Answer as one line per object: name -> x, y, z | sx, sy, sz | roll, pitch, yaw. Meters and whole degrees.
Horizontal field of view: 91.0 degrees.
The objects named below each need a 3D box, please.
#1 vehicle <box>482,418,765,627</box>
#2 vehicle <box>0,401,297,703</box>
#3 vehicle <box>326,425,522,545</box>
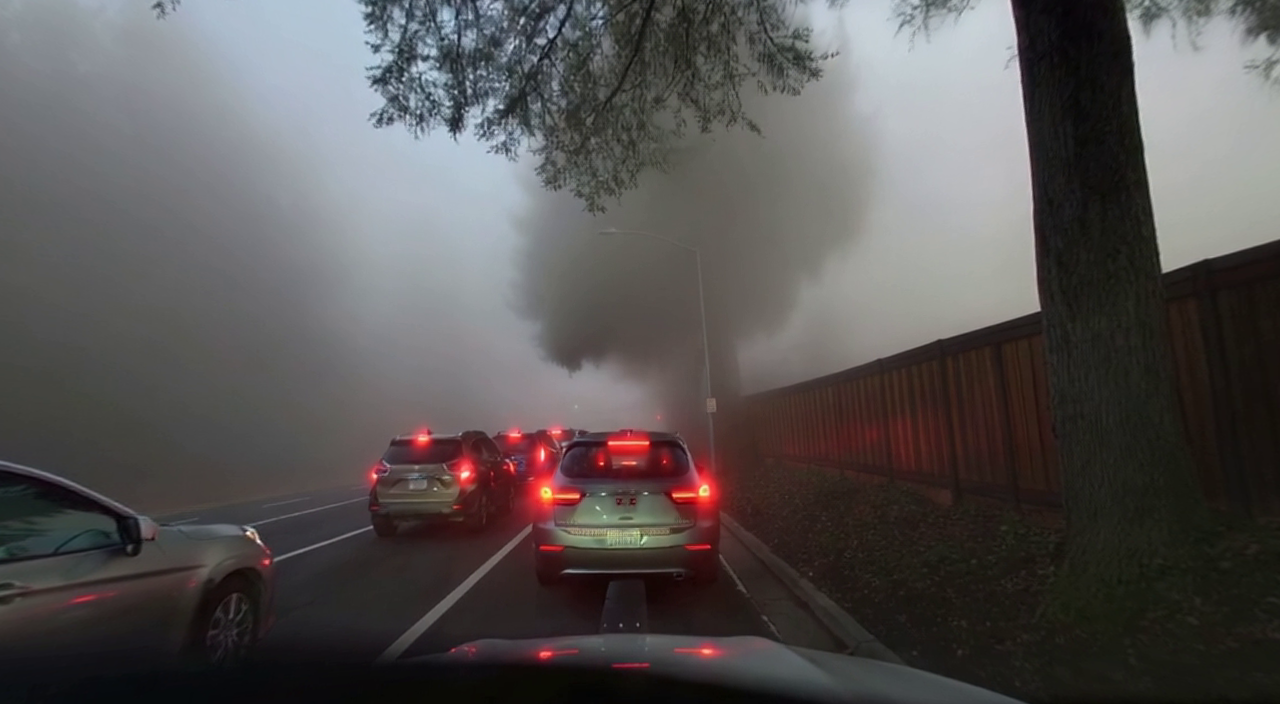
vehicle -> -0.143, 1.493, 6.451 | 1.995, 1.460, 3.865 | 0, -8, -1
vehicle -> -3.152, 0.853, 1.569 | 1.980, 1.520, 4.636 | 0, -8, 0
vehicle -> -3.229, 2.041, 10.263 | 1.850, 1.582, 3.688 | 0, -8, 0
